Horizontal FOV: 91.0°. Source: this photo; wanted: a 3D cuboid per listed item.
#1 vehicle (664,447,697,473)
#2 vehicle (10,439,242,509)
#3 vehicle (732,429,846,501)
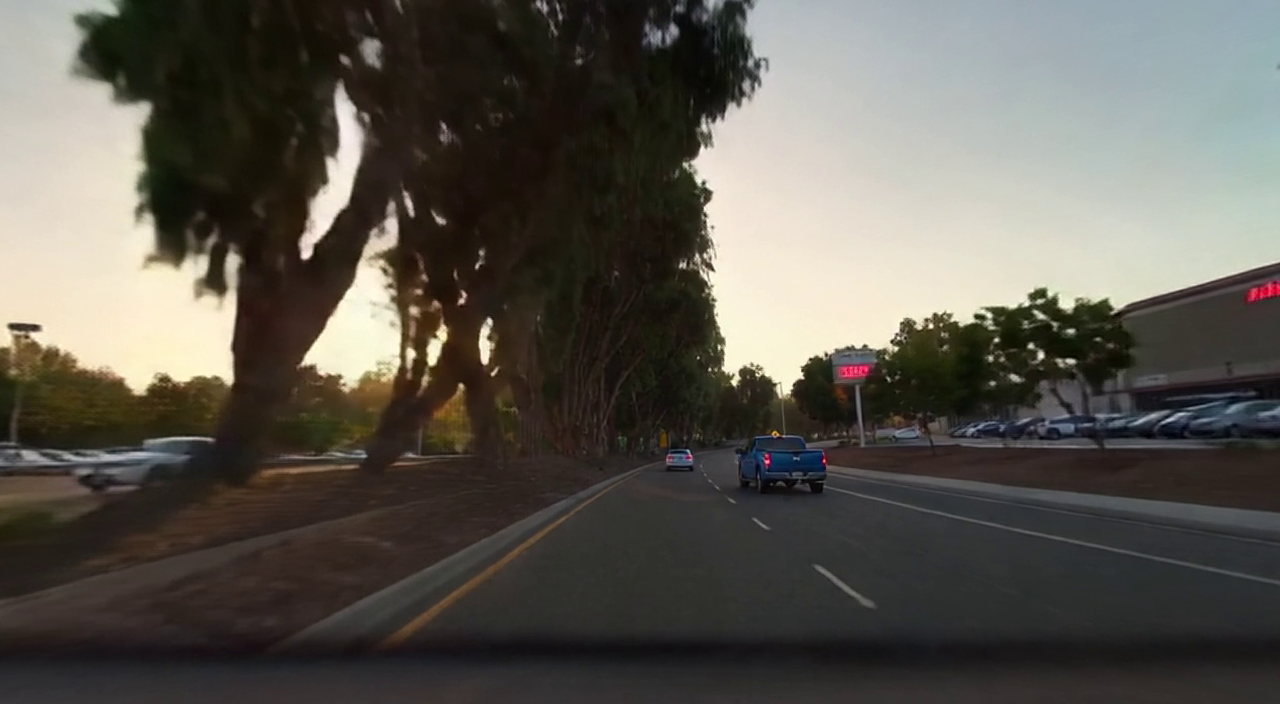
[{"bbox_3d":[2.604,6.804,39.877,1.968,1.521,4.262,-1,-9,4],"label":"vehicle"},{"bbox_3d":[-13.102,3.126,16.574,2.008,1.553,4.642,0,-9,3],"label":"vehicle"},{"bbox_3d":[4.461,3.514,19.973,2.367,1.919,5.651,0,-9,2],"label":"vehicle"}]
